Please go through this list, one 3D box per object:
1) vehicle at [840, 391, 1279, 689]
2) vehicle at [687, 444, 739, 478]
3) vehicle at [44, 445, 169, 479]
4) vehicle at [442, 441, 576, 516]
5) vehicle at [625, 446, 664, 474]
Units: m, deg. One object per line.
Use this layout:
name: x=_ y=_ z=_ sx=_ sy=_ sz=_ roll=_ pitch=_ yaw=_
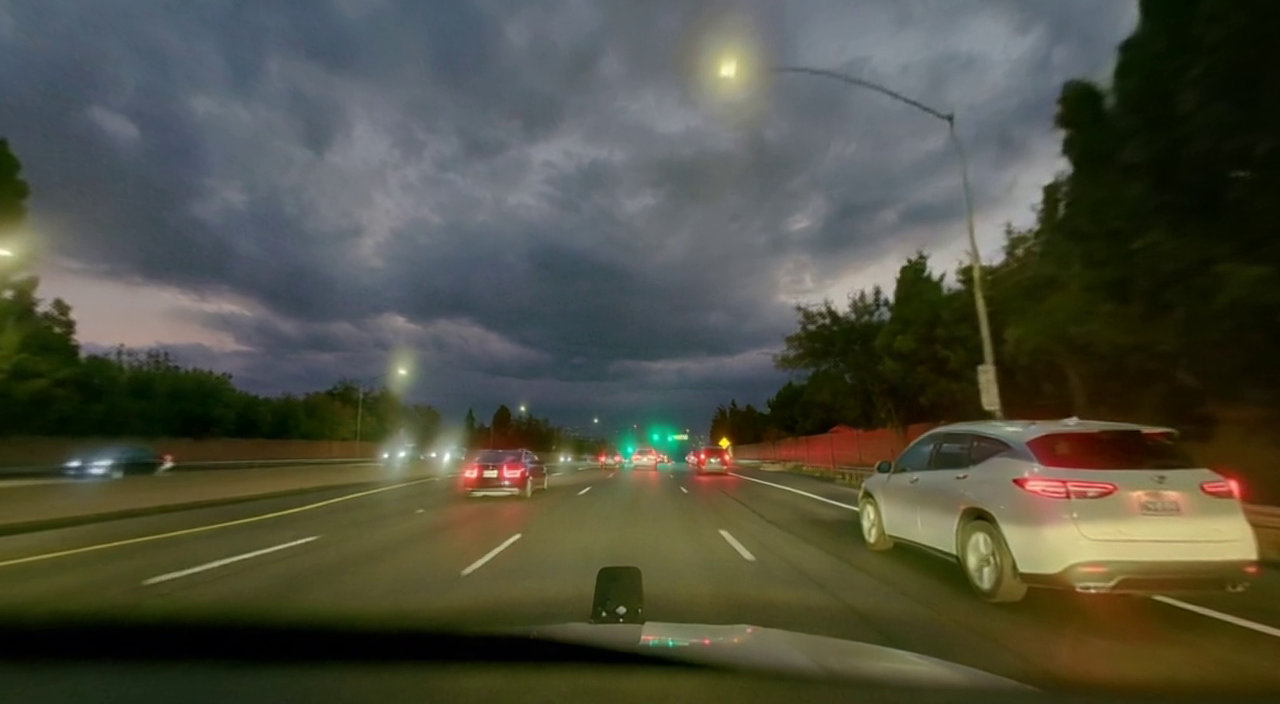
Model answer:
vehicle: x=3.688 y=1.424 z=6.012 sx=2.029 sy=1.716 sz=4.545 roll=0 pitch=-8 yaw=0
vehicle: x=3.935 y=5.941 z=34.705 sx=2.320 sy=1.735 sz=4.408 roll=0 pitch=-8 yaw=0
vehicle: x=-26.597 y=5.476 z=31.685 sx=1.828 sy=1.560 sz=4.372 roll=-3 pitch=-9 yaw=17
vehicle: x=-2.939 y=2.957 z=15.414 sx=2.130 sy=1.514 sz=4.766 roll=0 pitch=-8 yaw=2
vehicle: x=0.371 y=6.939 z=40.871 sx=2.408 sy=1.748 sz=4.217 roll=0 pitch=-8 yaw=2
